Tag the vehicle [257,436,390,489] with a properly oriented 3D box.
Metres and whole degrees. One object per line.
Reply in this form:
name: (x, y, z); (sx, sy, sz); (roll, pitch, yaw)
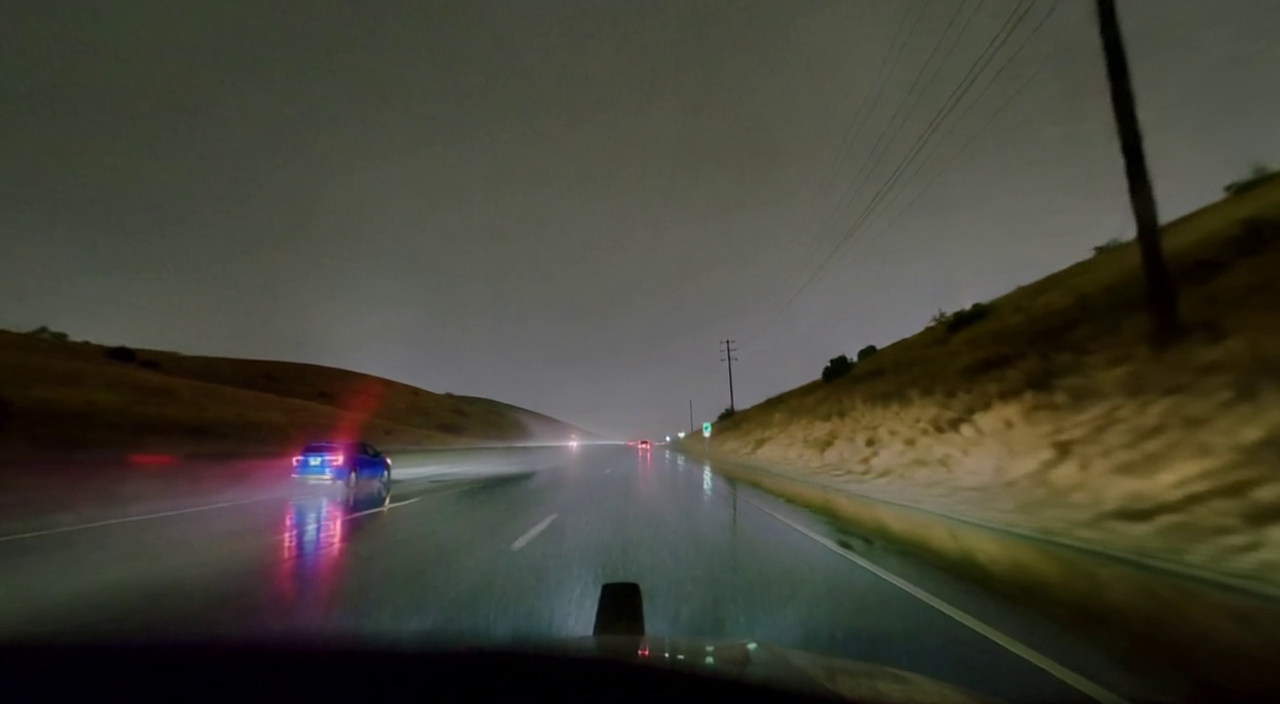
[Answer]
vehicle: (-10.420, 3.652, 21.245); (1.971, 1.558, 4.847); (0, -8, 0)
